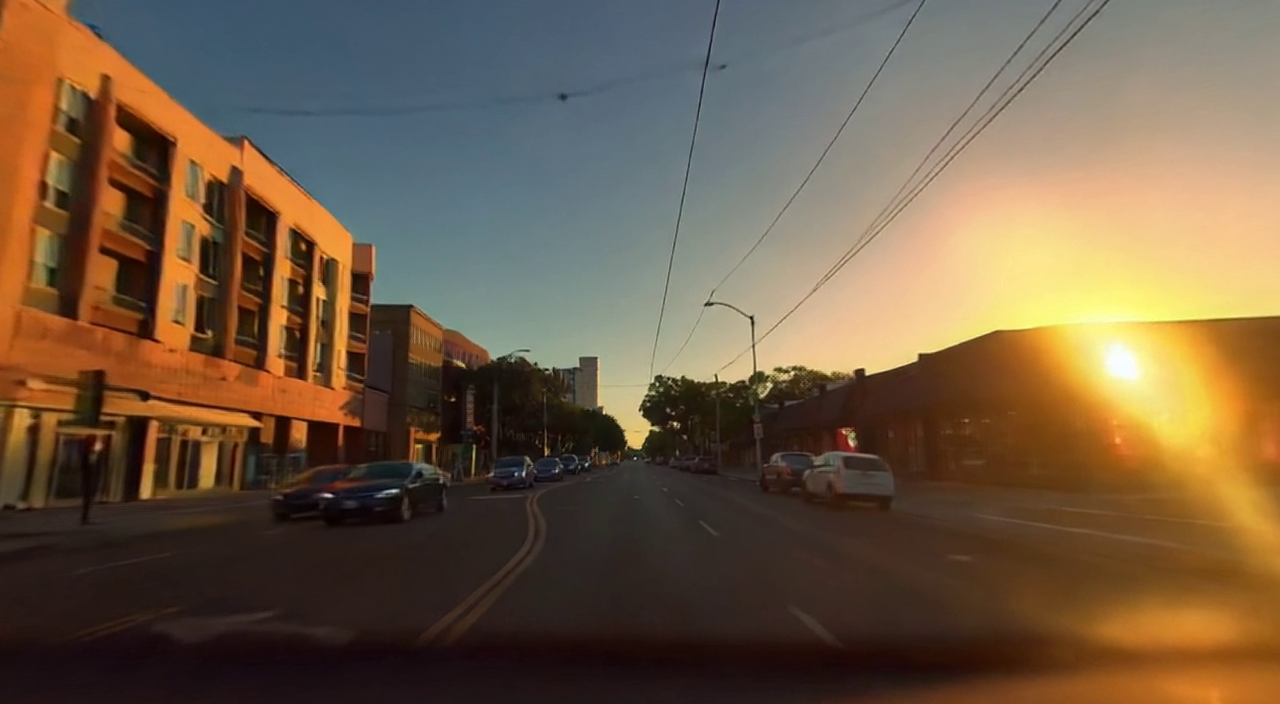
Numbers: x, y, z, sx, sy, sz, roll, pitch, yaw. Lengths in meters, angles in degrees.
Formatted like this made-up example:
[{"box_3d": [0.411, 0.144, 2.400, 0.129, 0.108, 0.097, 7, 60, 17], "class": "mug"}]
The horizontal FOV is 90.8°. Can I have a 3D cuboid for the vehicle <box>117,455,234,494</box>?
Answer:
[{"box_3d": [-23.145, 6.058, 31.687, 1.771, 1.718, 4.249, -5, -9, 27], "class": "vehicle"}]

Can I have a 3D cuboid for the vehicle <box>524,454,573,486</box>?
[{"box_3d": [-5.104, 6.646, 35.919, 1.950, 1.636, 4.253, -1, -9, 3], "class": "vehicle"}]

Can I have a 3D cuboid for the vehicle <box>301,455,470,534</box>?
[{"box_3d": [-5.617, 3.178, 14.667, 2.052, 1.481, 4.248, -1, -8, 2], "class": "vehicle"}]

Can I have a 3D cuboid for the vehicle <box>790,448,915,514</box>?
[{"box_3d": [5.774, 3.529, 17.835, 1.957, 1.572, 4.418, 0, -9, 0], "class": "vehicle"}]

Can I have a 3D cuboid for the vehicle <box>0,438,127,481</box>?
[{"box_3d": [-33.809, 6.114, 36.536, 2.014, 2.203, 6.002, -3, -8, 22], "class": "vehicle"}]

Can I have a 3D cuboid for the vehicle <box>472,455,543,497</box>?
[{"box_3d": [-5.336, 5.028, 25.952, 1.949, 1.533, 3.864, -1, -9, 2], "class": "vehicle"}]
